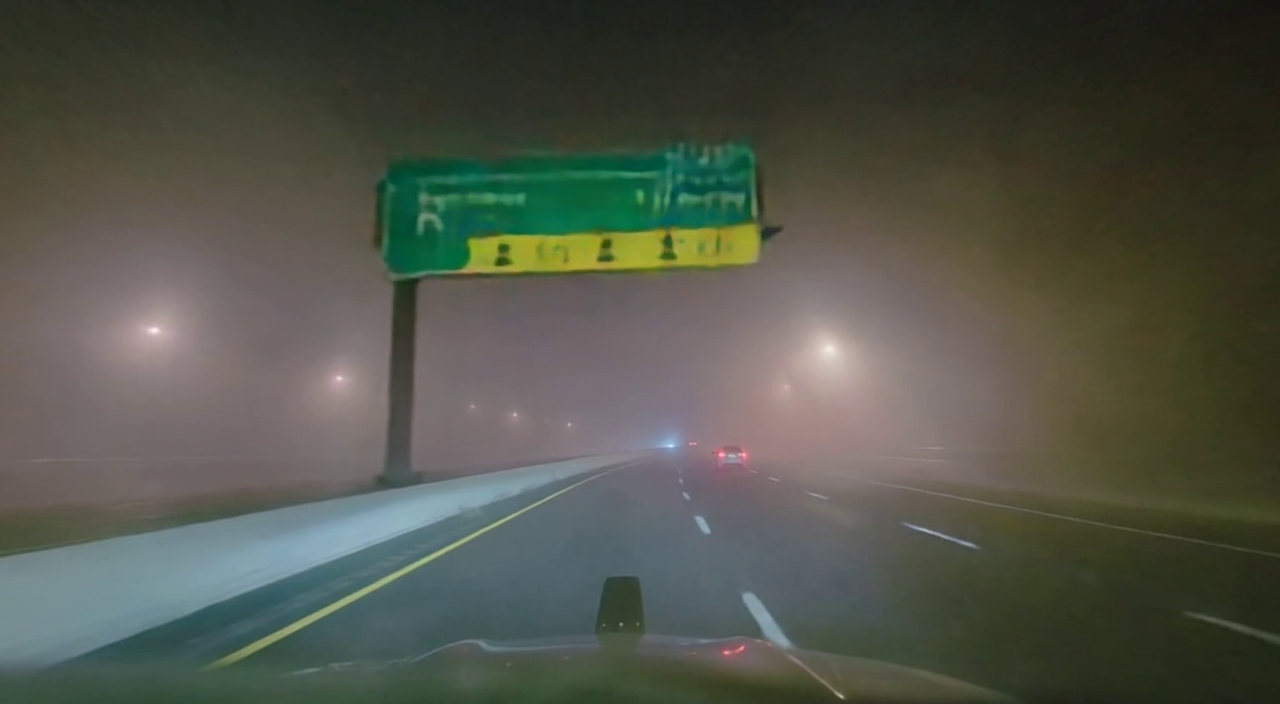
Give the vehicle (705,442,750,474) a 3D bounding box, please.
[{"bbox_3d":[4.431,5.419,32.502,1.874,1.506,4.116,-1,-8,2],"label":"vehicle"}]
